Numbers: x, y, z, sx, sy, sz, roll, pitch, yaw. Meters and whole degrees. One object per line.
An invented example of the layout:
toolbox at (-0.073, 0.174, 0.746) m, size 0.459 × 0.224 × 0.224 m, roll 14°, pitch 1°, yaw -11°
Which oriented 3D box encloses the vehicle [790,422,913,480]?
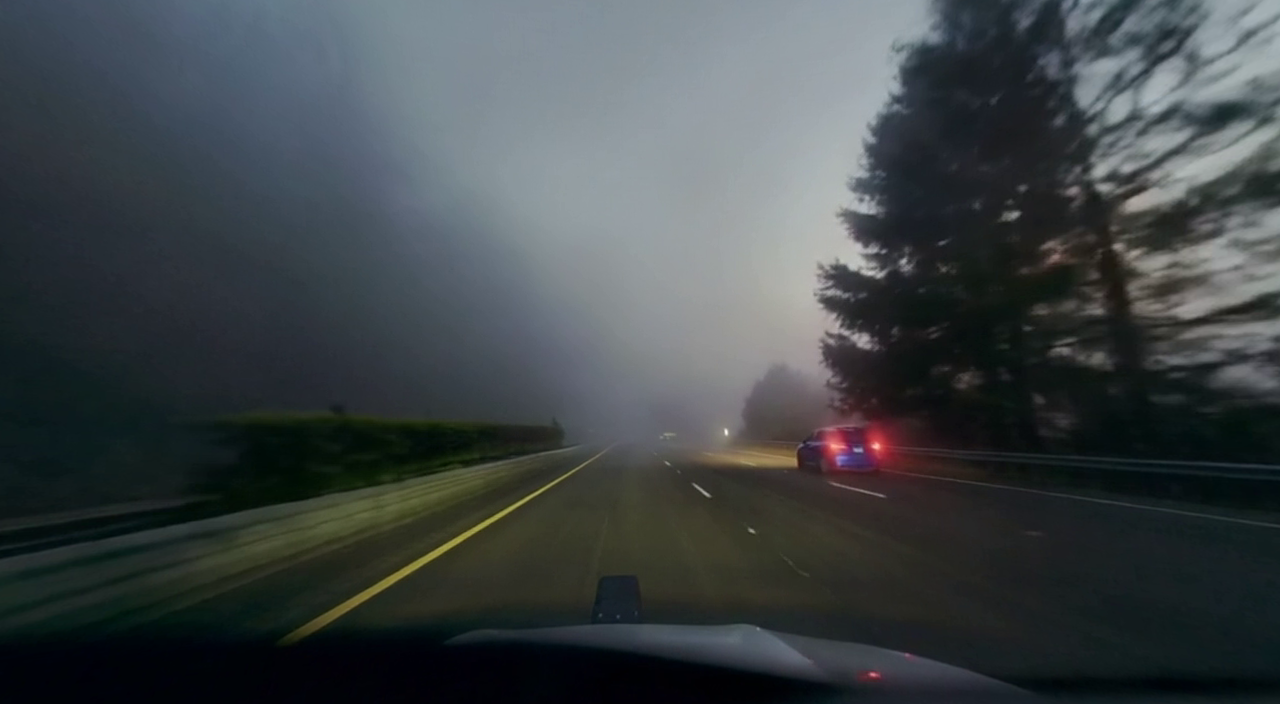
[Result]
vehicle at (6.878, 3.291, 21.217) m, size 2.273 × 1.698 × 4.863 m, roll 0°, pitch -8°, yaw -3°
